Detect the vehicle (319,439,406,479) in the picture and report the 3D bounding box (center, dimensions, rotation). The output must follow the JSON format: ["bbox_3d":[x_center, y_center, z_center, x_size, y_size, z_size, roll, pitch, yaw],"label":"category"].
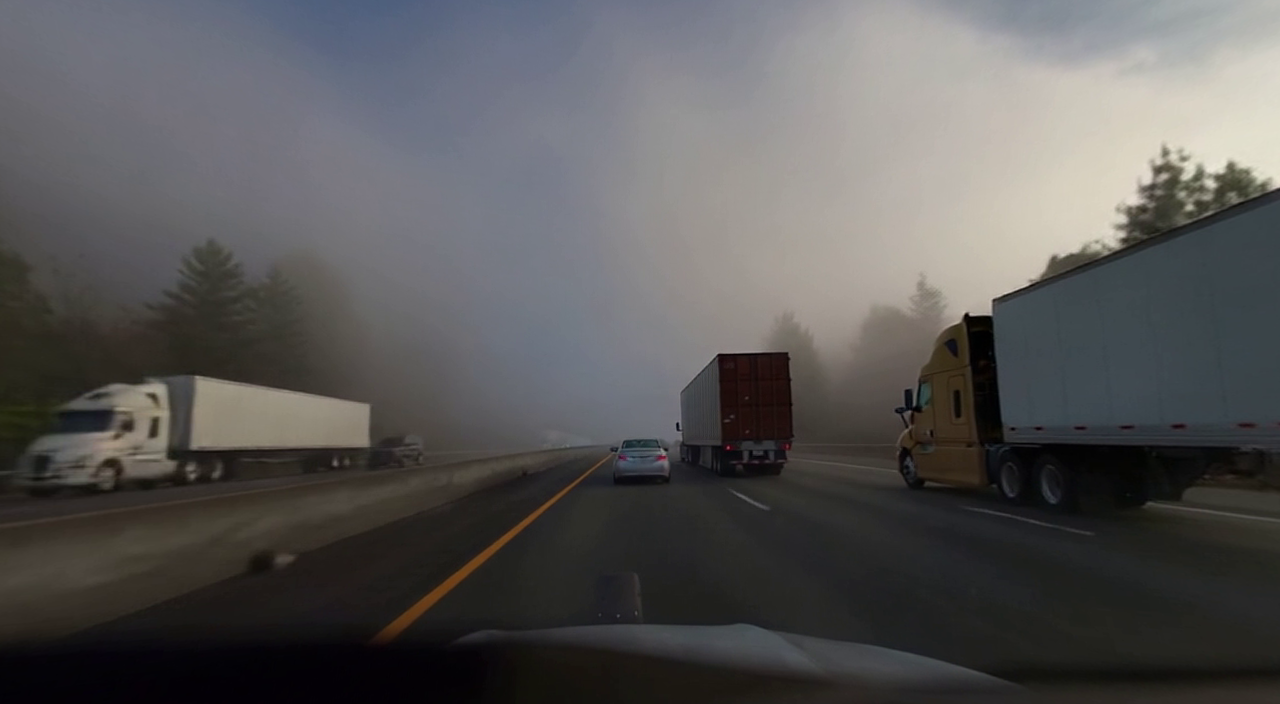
[{"bbox_3d":[-11.797,4.545,27.082,1.940,1.540,3.989,0,-8,0],"label":"vehicle"}]

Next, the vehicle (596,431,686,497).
[{"bbox_3d":[-0.029,2.796,16.224,2.038,1.477,3.773,0,-8,-2],"label":"vehicle"}]

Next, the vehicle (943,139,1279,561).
[{"bbox_3d":[8.156,-0.078,6.121,3.110,4.308,14.260,0,-8,-1],"label":"vehicle"}]

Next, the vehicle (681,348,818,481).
[{"bbox_3d":[3.825,2.853,26.603,2.888,4.099,14.183,0,-8,-1],"label":"vehicle"}]

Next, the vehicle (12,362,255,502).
[{"bbox_3d":[-16.468,2.696,21.276,2.903,4.010,6.212,0,-8,-1],"label":"vehicle"}]
